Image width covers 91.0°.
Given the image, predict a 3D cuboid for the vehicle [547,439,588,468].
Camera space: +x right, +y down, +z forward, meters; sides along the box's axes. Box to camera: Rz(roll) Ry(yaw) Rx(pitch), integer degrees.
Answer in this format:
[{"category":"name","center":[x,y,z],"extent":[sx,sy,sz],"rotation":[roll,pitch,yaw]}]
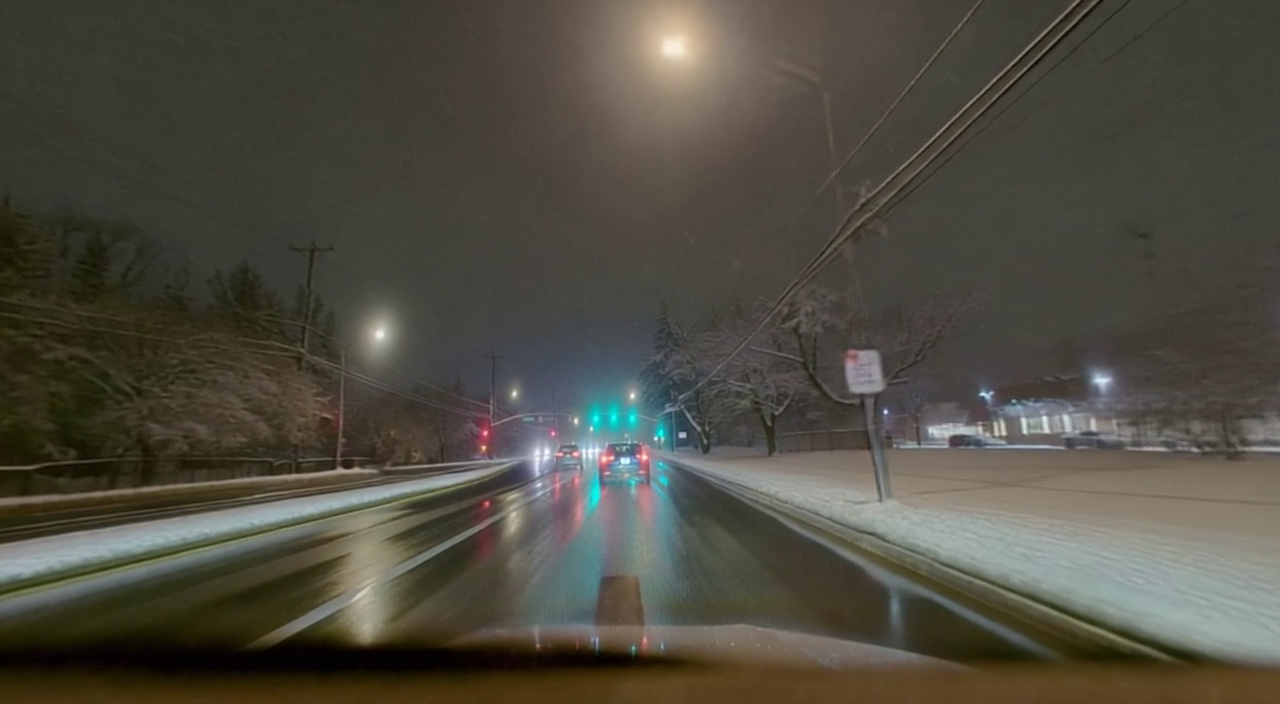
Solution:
[{"category":"vehicle","center":[-4.675,6.640,41.151],"extent":[2.189,1.776,4.342],"rotation":[0,-9,-1]}]

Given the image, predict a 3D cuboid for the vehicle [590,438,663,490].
[{"category":"vehicle","center":[-0.452,3.831,21.950],"extent":[2.235,1.597,4.918],"rotation":[0,-9,-1]}]

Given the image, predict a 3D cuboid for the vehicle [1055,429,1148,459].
[{"category":"vehicle","center":[35.191,7.069,48.302],"extent":[2.609,2.110,5.813],"rotation":[0,-9,-1]}]
